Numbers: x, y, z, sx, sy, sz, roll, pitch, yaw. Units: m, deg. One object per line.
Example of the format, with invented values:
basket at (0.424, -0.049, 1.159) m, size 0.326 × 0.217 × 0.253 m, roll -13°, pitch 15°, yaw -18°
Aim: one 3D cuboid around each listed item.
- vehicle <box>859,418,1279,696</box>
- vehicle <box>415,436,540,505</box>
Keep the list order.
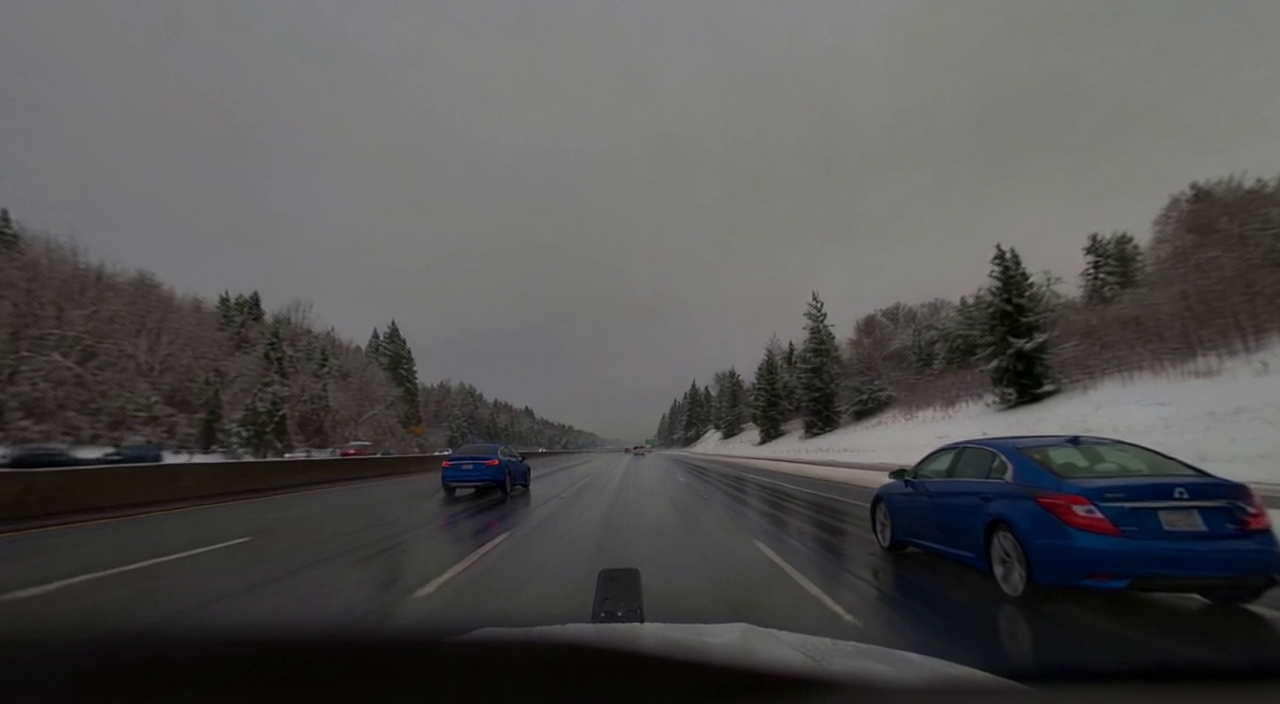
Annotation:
vehicle at (3.960, 1.462, 5.859) m, size 2.049 × 1.481 × 4.774 m, roll 0°, pitch -8°, yaw -1°
vehicle at (-3.956, 2.963, 16.237) m, size 1.987 × 1.516 × 4.478 m, roll 0°, pitch -8°, yaw 1°
